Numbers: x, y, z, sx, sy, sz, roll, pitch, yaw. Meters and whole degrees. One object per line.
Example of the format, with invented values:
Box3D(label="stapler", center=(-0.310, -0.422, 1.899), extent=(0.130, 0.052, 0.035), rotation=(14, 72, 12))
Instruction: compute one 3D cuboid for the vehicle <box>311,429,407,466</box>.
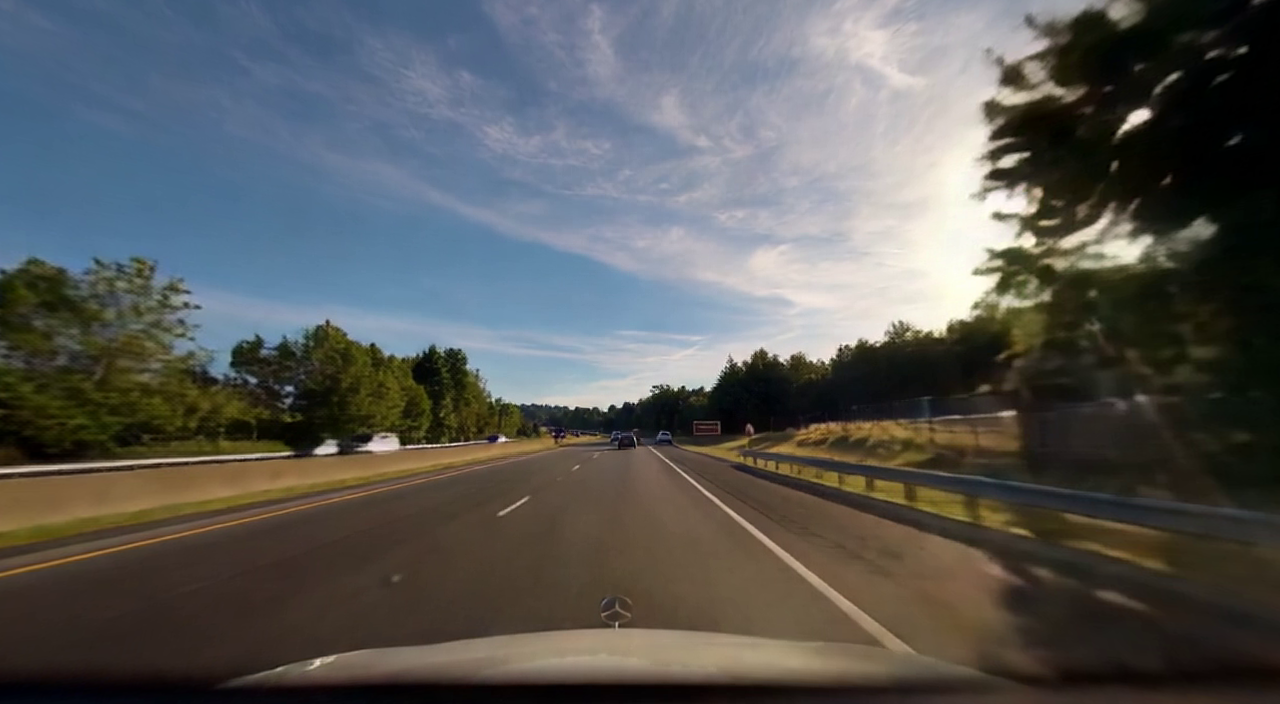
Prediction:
Box3D(label="vehicle", center=(-12.911, 4.413, 29.358), extent=(2.181, 1.545, 4.818), rotation=(0, -8, 0))

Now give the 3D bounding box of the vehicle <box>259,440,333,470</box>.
Box3D(label="vehicle", center=(-18.151, 5.416, 33.428), extent=(1.802, 1.435, 3.777), rotation=(0, -8, -1))
